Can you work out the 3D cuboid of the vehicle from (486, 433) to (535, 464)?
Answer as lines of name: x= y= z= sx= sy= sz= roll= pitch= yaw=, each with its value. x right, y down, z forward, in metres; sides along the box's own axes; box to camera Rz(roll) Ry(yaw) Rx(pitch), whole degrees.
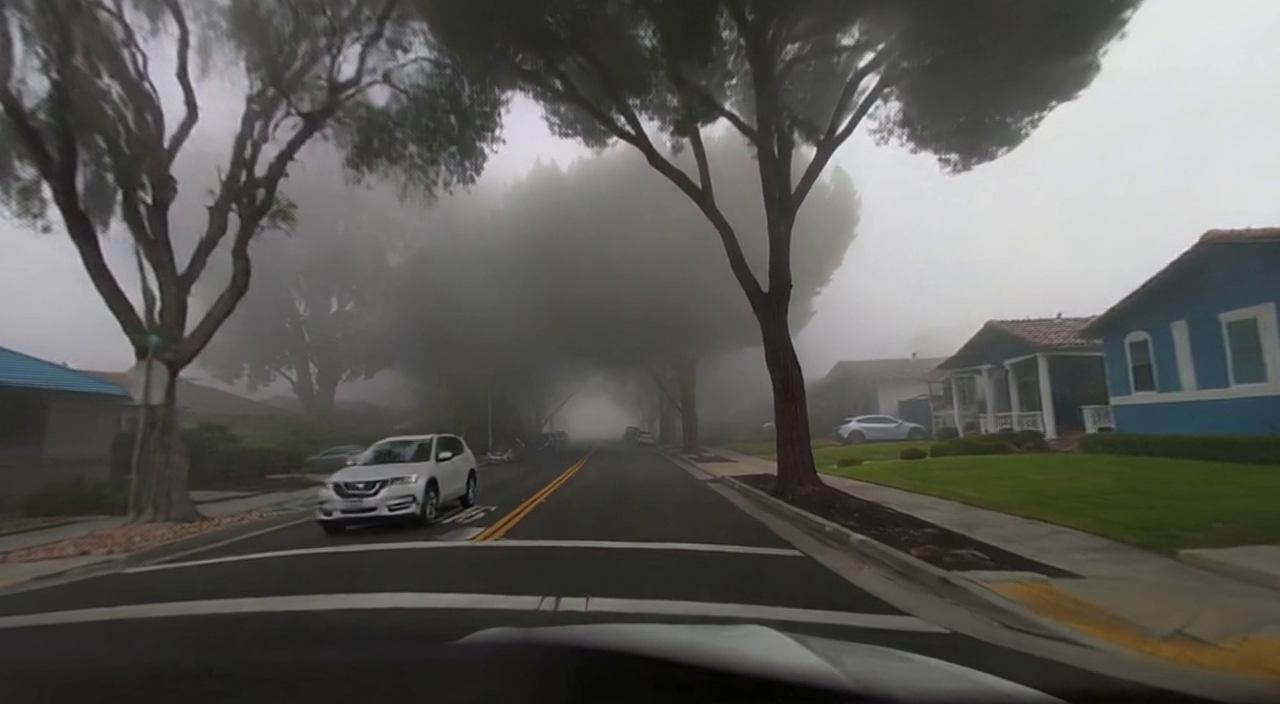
vehicle: x=-7.413 y=5.559 z=36.544 sx=2.031 sy=1.662 sz=4.194 roll=0 pitch=-8 yaw=-1

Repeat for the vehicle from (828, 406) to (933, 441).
vehicle: x=11.705 y=3.536 z=31.023 sx=4.389 sy=1.480 sz=2.038 roll=-4 pitch=-8 yaw=8

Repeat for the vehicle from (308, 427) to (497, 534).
vehicle: x=-4.306 y=2.376 z=12.362 sx=1.973 sy=1.683 sz=4.400 roll=0 pitch=-8 yaw=0
